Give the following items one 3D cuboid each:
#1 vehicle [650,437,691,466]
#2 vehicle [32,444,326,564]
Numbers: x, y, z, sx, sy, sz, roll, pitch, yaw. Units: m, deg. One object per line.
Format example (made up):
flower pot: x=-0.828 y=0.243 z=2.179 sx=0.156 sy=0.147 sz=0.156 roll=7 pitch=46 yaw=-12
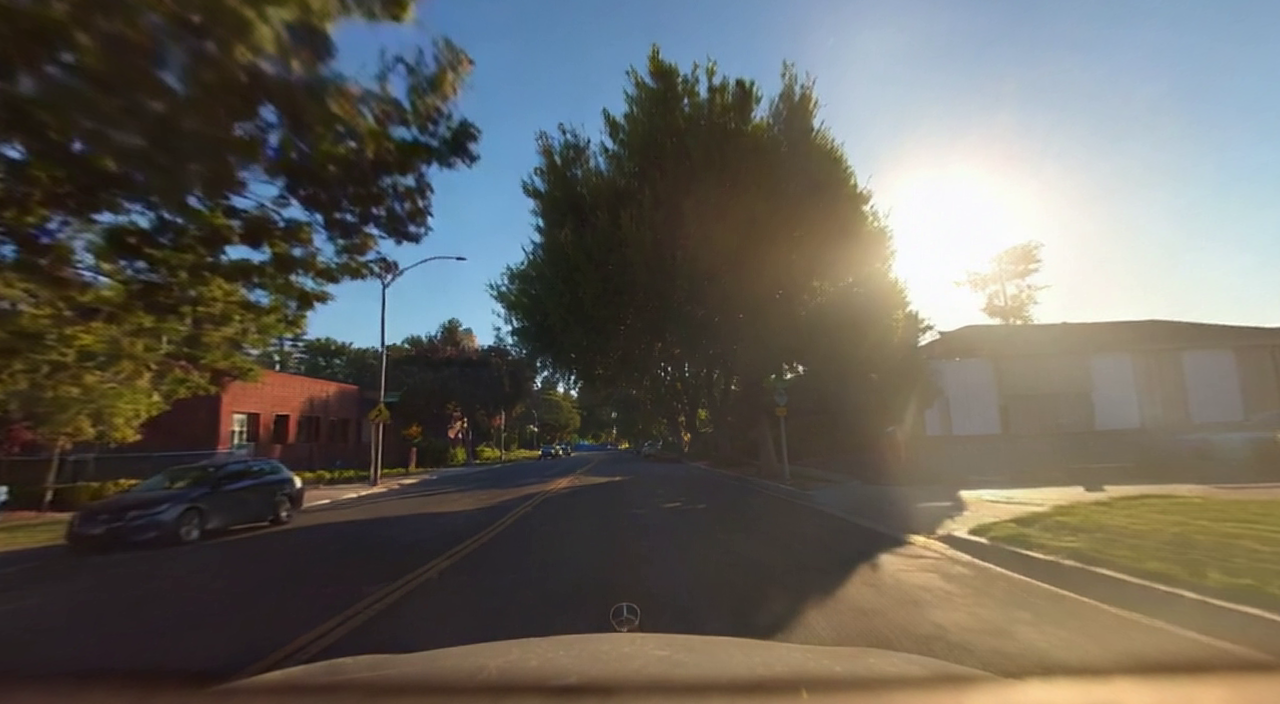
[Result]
vehicle: x=2.031 y=6.911 z=43.961 sx=2.248 sy=1.821 sz=5.021 roll=0 pitch=-9 yaw=-4
vehicle: x=-7.513 y=2.441 z=11.031 sx=1.928 sy=1.537 sz=4.439 roll=-2 pitch=-8 yaw=-2
